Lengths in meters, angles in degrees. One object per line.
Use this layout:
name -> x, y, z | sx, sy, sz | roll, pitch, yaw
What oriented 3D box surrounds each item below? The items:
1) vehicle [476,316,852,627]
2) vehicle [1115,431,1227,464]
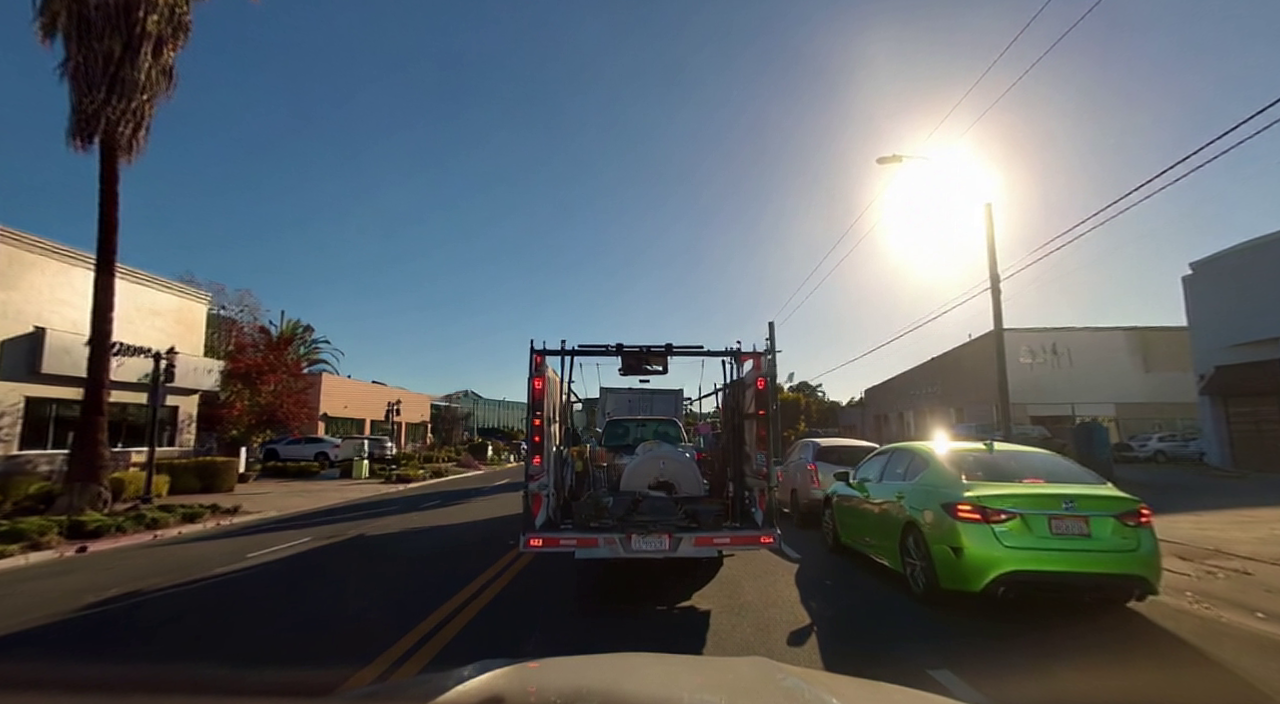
vehicle -> 0.148, 1.331, 7.945 | 2.728, 2.305, 6.506 | 0, -8, 0
vehicle -> 28.555, 5.163, 33.942 | 4.193, 1.633, 1.928 | -4, -9, 26
